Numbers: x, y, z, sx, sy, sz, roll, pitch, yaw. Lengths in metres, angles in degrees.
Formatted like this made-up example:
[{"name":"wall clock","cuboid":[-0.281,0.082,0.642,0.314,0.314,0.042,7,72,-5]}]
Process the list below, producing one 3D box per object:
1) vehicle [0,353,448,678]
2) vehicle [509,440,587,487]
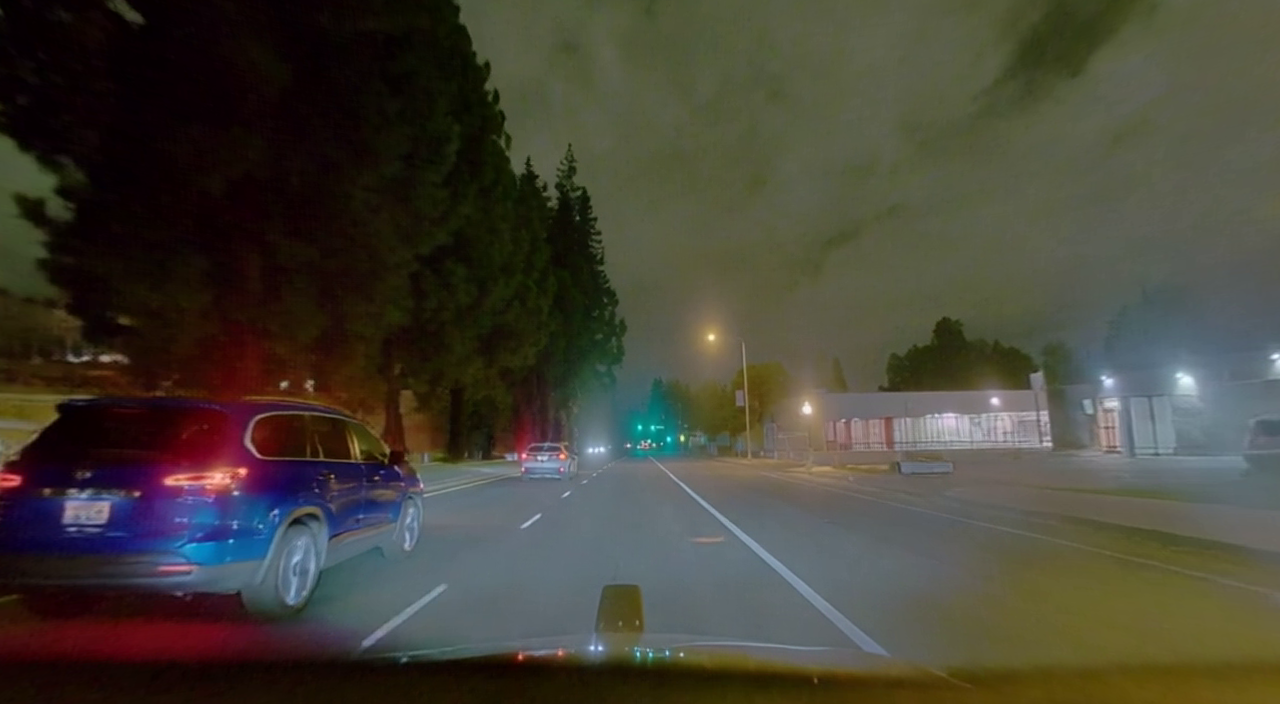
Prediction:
[{"name":"vehicle","cuboid":[-3.459,1.232,5.797,2.042,1.817,4.364,0,-8,-1]},{"name":"vehicle","cuboid":[-3.132,3.896,22.497,2.069,1.470,4.601,0,-8,1]}]
